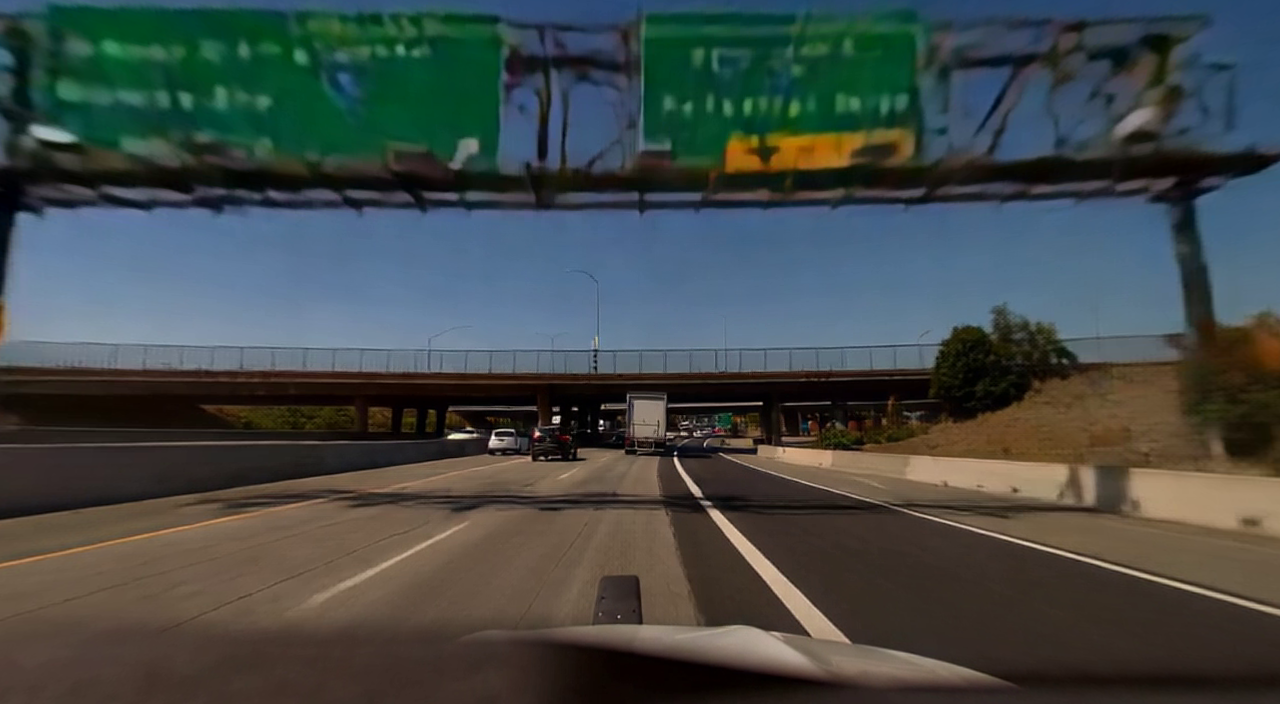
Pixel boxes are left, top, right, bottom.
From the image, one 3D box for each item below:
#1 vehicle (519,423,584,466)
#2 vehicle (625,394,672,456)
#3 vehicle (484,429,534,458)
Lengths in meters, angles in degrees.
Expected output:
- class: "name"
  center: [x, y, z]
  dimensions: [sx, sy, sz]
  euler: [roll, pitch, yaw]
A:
- class: "vehicle"
  center: [-3.874, 4.160, 28.435]
  dimensions: [2.119, 1.787, 4.655]
  euler: [0, -8, 2]
- class: "vehicle"
  center: [0.621, 5.483, 46.189]
  dimensions: [3.024, 4.019, 10.605]
  euler: [0, -8, 1]
- class: "vehicle"
  center: [-7.286, 5.118, 35.307]
  dimensions: [1.845, 1.493, 3.799]
  euler: [0, -8, 2]
